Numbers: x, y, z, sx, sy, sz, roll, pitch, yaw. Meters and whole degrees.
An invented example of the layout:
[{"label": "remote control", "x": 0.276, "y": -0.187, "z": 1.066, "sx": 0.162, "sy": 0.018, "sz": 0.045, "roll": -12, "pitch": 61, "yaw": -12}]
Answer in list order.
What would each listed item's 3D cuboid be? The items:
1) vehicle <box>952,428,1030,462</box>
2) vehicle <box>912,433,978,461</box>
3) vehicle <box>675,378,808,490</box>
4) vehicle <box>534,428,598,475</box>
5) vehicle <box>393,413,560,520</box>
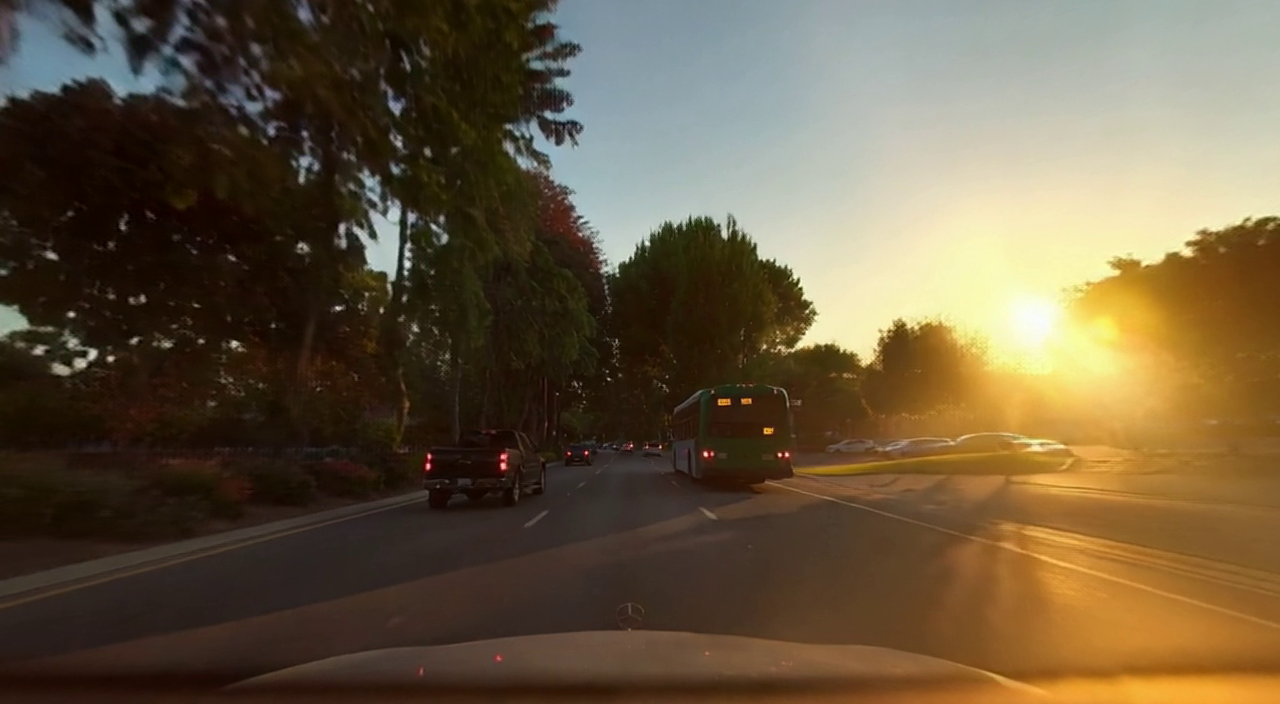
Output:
[{"label": "vehicle", "x": 21.770, "y": 5.799, "z": 39.360, "sx": 2.152, "sy": 1.945, "sz": 4.827, "roll": 0, "pitch": -8, "yaw": 1}, {"label": "vehicle", "x": 19.049, "y": 5.962, "z": 39.606, "sx": 2.062, "sy": 1.683, "sz": 4.209, "roll": 0, "pitch": -8, "yaw": 2}, {"label": "vehicle", "x": 3.314, "y": 3.320, "z": 24.807, "sx": 3.059, "sy": 3.264, "sz": 12.623, "roll": 0, "pitch": -8, "yaw": 0}, {"label": "vehicle", "x": -3.481, "y": 4.875, "z": 31.046, "sx": 2.513, "sy": 2.066, "sz": 5.820, "roll": 0, "pitch": -8, "yaw": 0}, {"label": "vehicle", "x": -3.183, "y": 2.379, "z": 13.604, "sx": 2.074, "sy": 1.849, "sz": 5.137, "roll": 0, "pitch": -8, "yaw": 2}]
